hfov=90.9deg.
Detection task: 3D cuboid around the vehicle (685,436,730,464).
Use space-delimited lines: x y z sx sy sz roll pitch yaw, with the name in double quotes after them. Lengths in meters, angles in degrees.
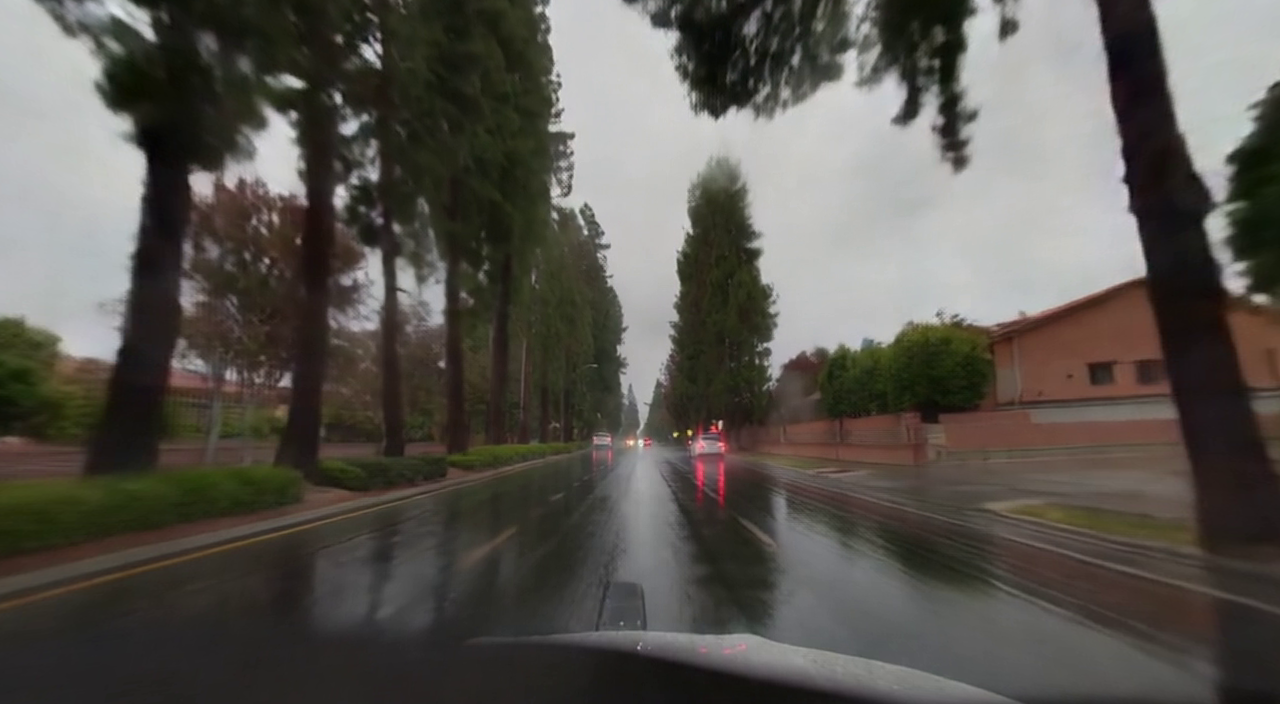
4.075 6.015 38.934 2.237 1.578 4.621 0 -8 -1 "vehicle"
